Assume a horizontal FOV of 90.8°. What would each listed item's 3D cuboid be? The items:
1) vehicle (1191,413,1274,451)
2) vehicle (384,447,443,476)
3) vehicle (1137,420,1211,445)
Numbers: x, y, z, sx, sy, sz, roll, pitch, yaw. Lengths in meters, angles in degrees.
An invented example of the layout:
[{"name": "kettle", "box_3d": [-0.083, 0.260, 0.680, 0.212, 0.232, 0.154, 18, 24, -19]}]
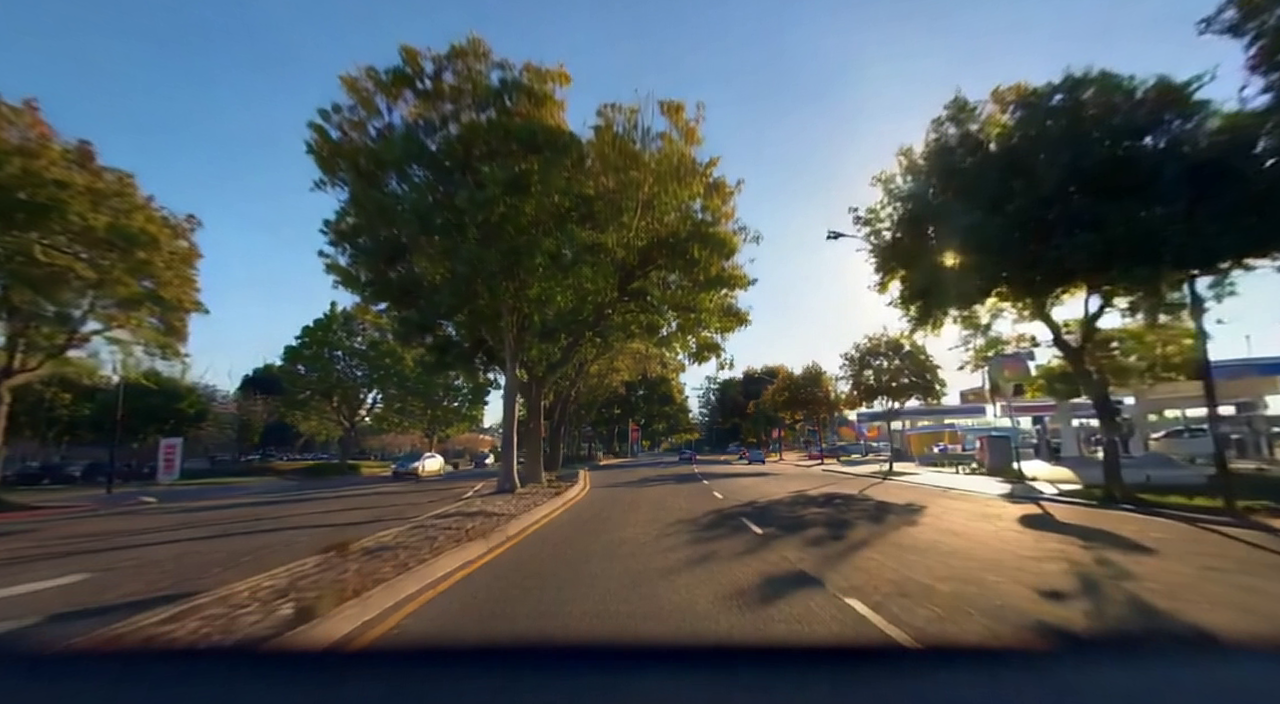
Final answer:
[{"name": "vehicle", "box_3d": [30.884, 4.174, 32.929, 3.449, 1.428, 1.548, -5, -9, -20]}, {"name": "vehicle", "box_3d": [-15.877, 7.709, 44.655, 2.191, 1.879, 4.675, -1, -8, 3]}, {"name": "vehicle", "box_3d": [30.400, 4.583, 35.995, 3.303, 1.375, 1.483, 2, -6, -13]}]
